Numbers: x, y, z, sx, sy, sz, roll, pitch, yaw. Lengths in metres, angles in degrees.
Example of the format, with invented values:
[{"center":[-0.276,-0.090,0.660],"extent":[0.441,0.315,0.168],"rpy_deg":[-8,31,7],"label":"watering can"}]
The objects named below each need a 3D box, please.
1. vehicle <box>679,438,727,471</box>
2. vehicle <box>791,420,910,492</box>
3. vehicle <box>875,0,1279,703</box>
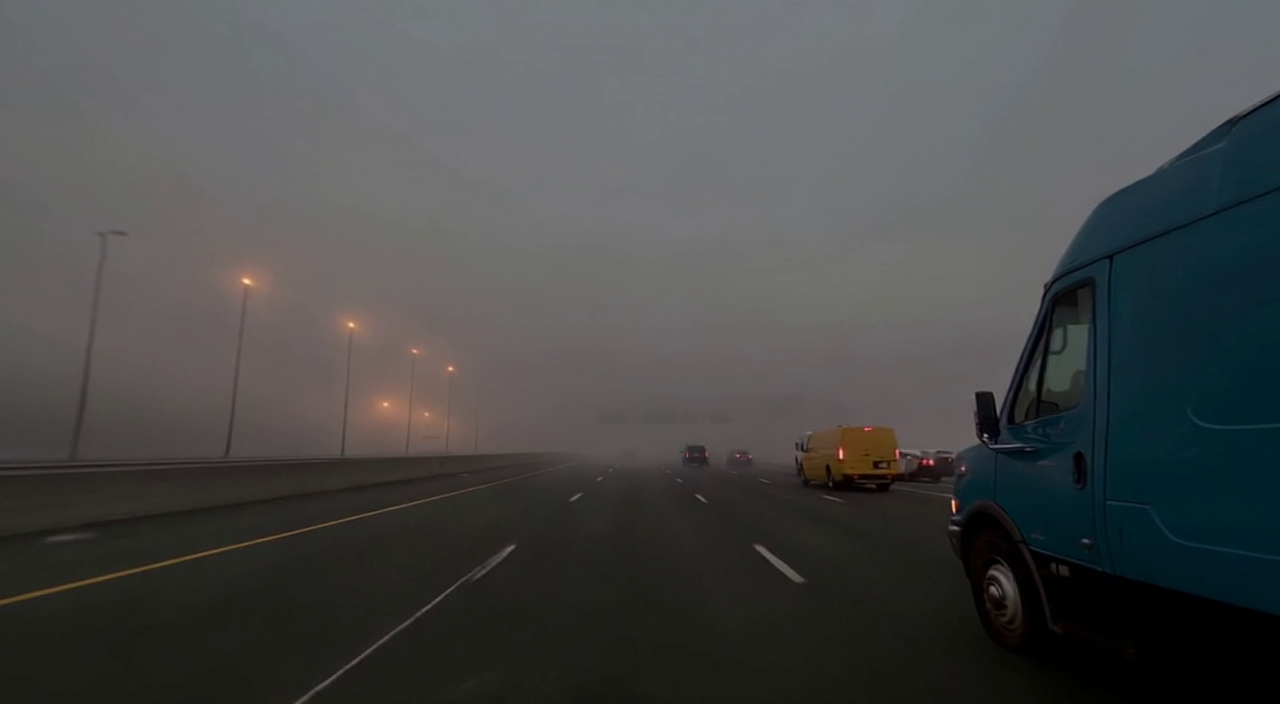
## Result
[{"center":[4.065,6.715,41.614],"extent":[2.464,1.961,5.520],"rpy_deg":[0,-8,-1],"label":"vehicle"},{"center":[7.210,3.630,22.354],"extent":[2.301,2.203,5.419],"rpy_deg":[0,-8,0],"label":"vehicle"},{"center":[3.173,0.231,1.648],"extent":[2.436,2.745,7.034],"rpy_deg":[0,-8,1],"label":"vehicle"}]
